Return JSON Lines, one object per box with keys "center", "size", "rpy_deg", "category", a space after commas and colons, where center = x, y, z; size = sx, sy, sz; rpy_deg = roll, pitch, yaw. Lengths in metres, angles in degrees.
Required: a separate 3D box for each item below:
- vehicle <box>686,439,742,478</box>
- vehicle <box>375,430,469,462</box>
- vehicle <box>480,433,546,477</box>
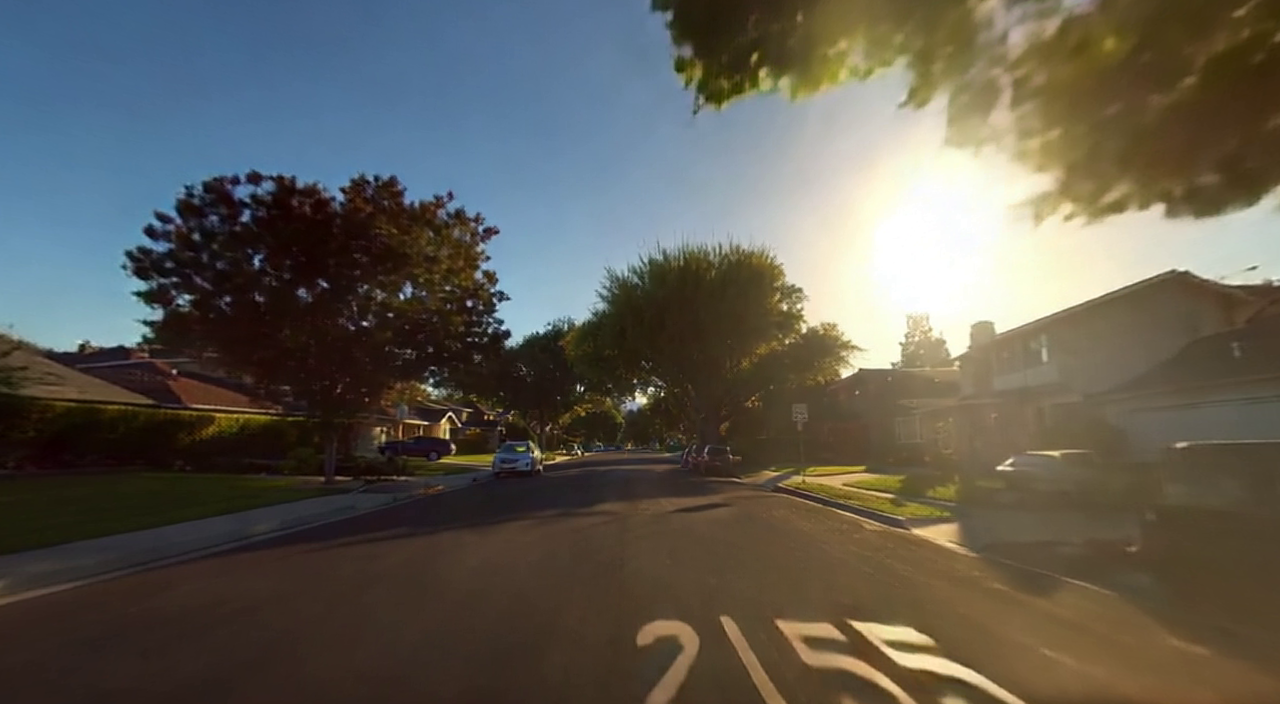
{"center": [3.543, 5.197, 31.114], "size": [2.033, 1.730, 4.554], "rpy_deg": [0, -9, -2], "category": "vehicle"}
{"center": [-13.355, 5.803, 38.955], "size": [5.024, 1.903, 2.102], "rpy_deg": [0, -9, 0], "category": "vehicle"}
{"center": [-6.255, 5.184, 31.849], "size": [2.322, 1.949, 5.695], "rpy_deg": [-1, -9, -2], "category": "vehicle"}
